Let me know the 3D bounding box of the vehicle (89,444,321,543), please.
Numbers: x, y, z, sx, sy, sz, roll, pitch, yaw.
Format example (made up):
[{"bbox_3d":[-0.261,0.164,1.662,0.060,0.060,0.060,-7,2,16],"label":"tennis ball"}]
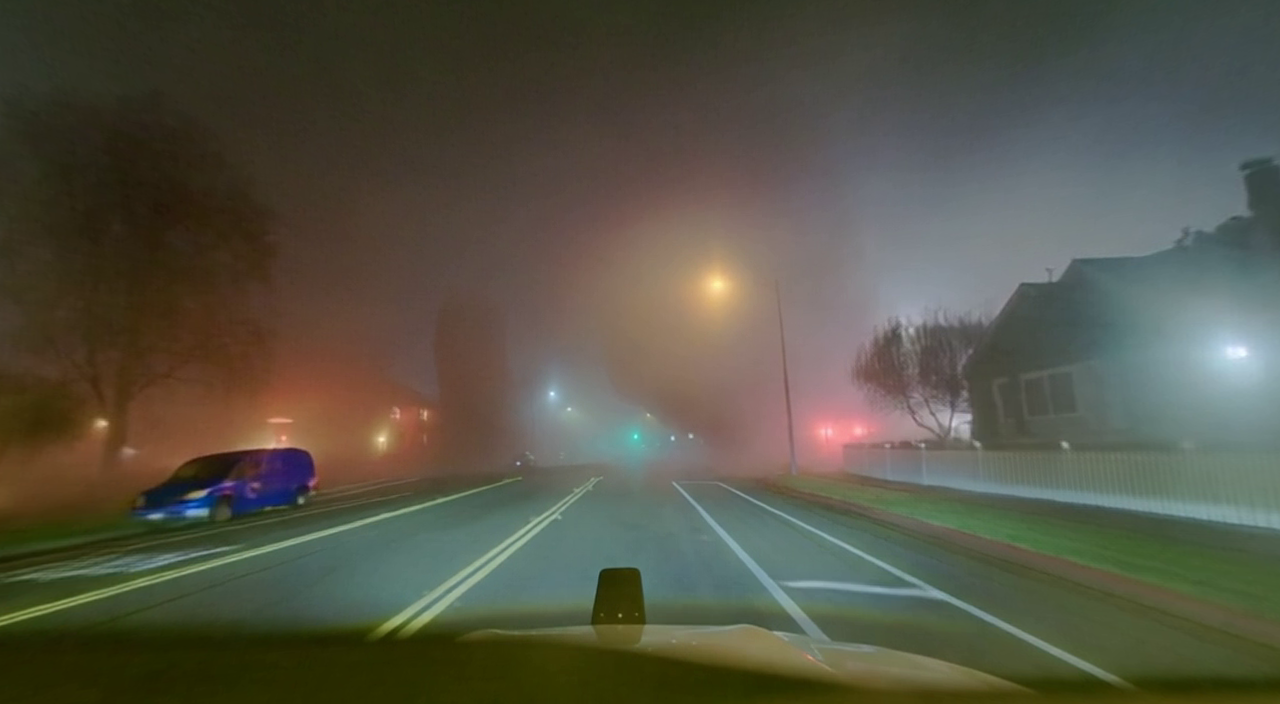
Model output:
[{"bbox_3d":[-11.130,3.566,16.940,2.241,1.944,5.709,-4,-8,0],"label":"vehicle"}]

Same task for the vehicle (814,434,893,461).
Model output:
[{"bbox_3d":[14.345,6.463,42.739,4.635,1.706,1.954,0,-9,2],"label":"vehicle"}]
